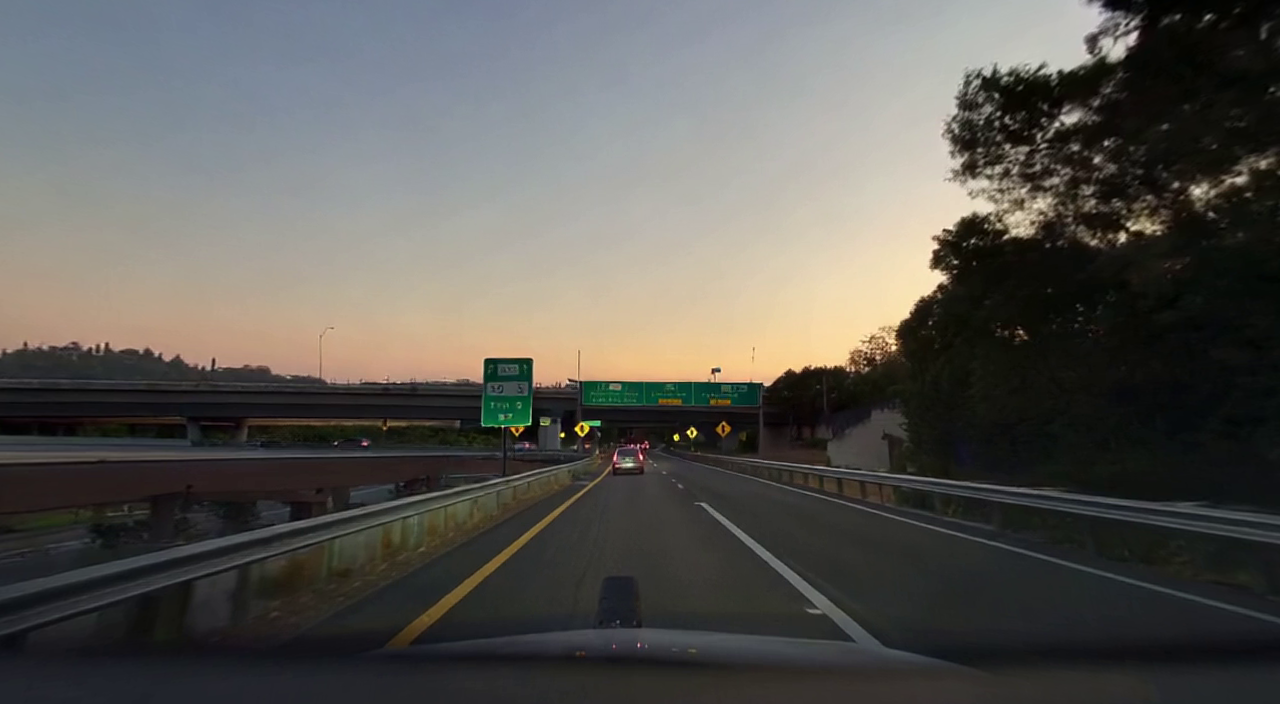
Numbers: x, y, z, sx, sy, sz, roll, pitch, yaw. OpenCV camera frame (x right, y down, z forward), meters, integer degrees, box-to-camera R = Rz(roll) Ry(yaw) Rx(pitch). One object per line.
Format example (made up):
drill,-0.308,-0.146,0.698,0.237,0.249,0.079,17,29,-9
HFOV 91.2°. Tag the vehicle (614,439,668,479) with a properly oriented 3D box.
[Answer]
vehicle,0.021,4.281,25.262,2.006,1.486,3.950,0,-9,0
